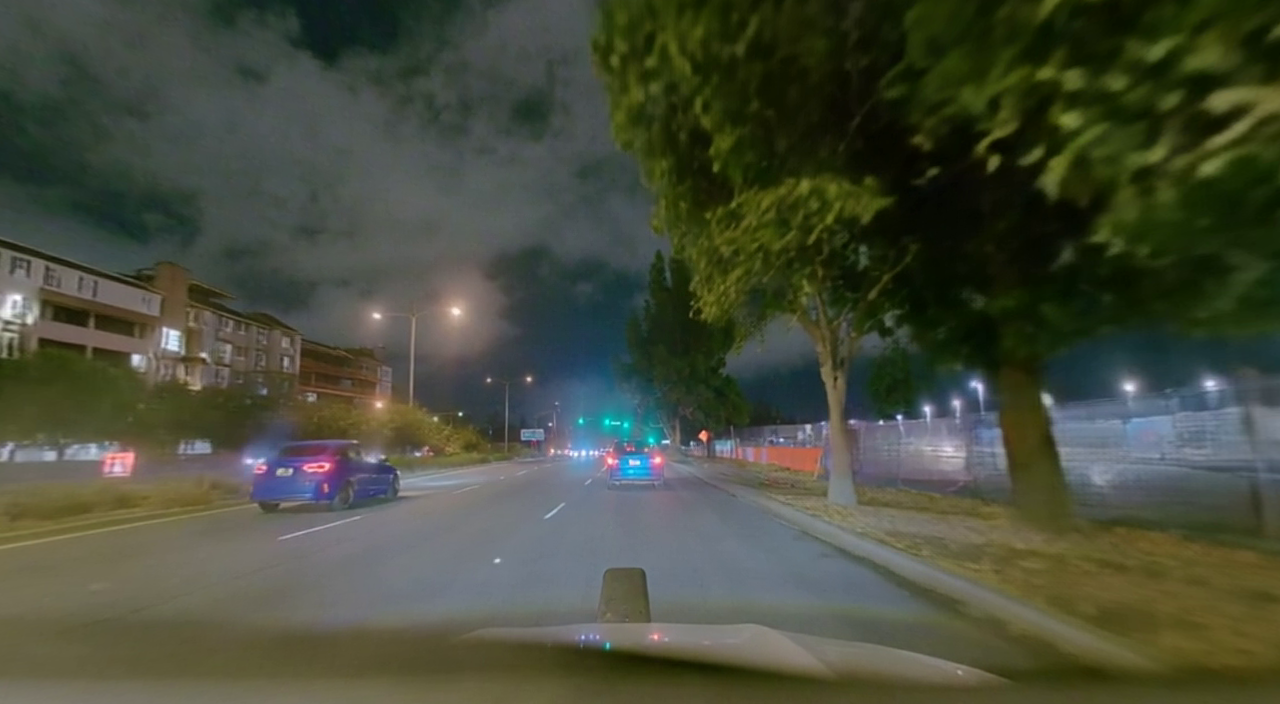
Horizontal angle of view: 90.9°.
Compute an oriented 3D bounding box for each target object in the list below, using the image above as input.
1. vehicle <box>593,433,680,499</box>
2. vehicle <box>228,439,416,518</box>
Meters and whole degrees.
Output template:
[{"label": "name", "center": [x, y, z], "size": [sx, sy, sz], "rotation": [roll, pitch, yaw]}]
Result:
[{"label": "vehicle", "center": [-0.154, 3.233, 18.278], "size": [2.227, 1.654, 4.091], "rotation": [0, -9, -2]}, {"label": "vehicle", "center": [-6.788, 2.717, 14.114], "size": [1.877, 1.479, 4.430], "rotation": [0, -9, 0]}]
